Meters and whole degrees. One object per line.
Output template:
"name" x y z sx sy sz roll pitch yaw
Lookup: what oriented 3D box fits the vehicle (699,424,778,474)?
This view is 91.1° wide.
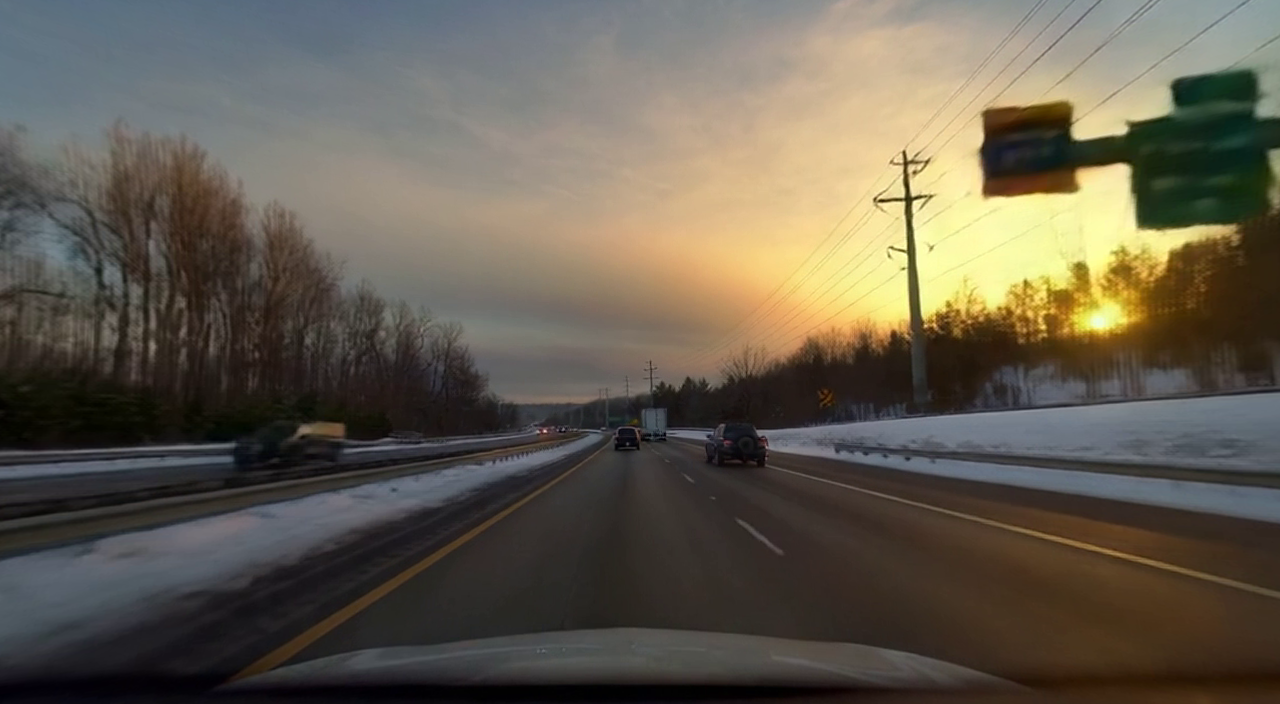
"vehicle" 3.382 3.417 22.398 2.062 1.581 3.914 0 -8 -1

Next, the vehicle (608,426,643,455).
"vehicle" -0.882 5.389 38.329 2.019 1.642 3.790 0 -8 -1
